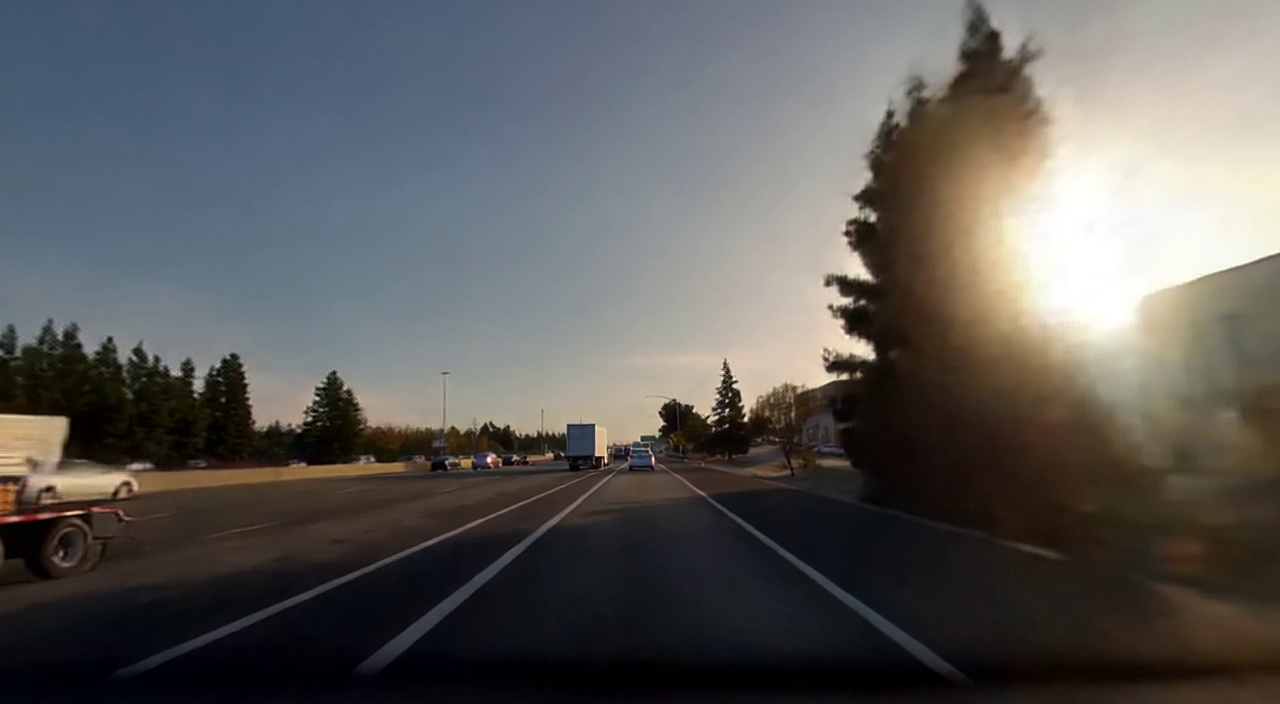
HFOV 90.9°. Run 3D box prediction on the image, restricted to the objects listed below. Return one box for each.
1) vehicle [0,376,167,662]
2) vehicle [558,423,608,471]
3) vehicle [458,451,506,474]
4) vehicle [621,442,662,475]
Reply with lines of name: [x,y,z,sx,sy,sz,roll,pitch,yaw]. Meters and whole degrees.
vehicle: [-5.187,0.910,2.997,2.200,1.793,4.586,0,-8,2]
vehicle: [-4.285,7.426,49.471,2.796,3.426,8.553,0,-8,2]
vehicle: [-11.004,7.750,44.349,1.928,1.480,4.823,0,-8,2]
vehicle: [0.111,6.282,37.432,2.227,1.794,4.646,0,-8,1]
